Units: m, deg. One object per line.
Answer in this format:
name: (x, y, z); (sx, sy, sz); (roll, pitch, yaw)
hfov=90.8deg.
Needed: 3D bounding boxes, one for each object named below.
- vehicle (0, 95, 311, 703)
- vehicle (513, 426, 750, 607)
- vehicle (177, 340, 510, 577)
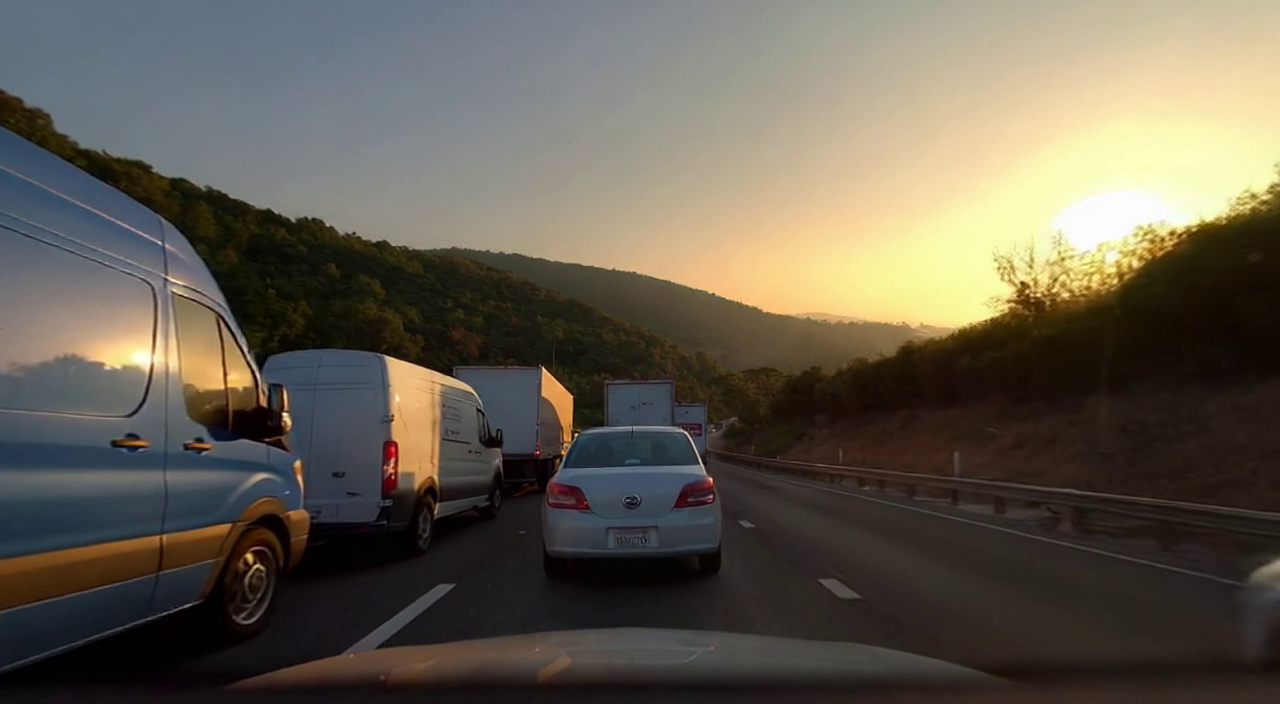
vehicle: (-4.094, 0.175, 2.368); (2.254, 2.879, 6.656); (0, -9, -2)
vehicle: (-0.102, 1.657, 7.094); (1.995, 1.495, 3.380); (0, -9, -1)
vehicle: (-4.014, 1.692, 10.557); (2.349, 2.643, 6.807); (0, -9, -1)
